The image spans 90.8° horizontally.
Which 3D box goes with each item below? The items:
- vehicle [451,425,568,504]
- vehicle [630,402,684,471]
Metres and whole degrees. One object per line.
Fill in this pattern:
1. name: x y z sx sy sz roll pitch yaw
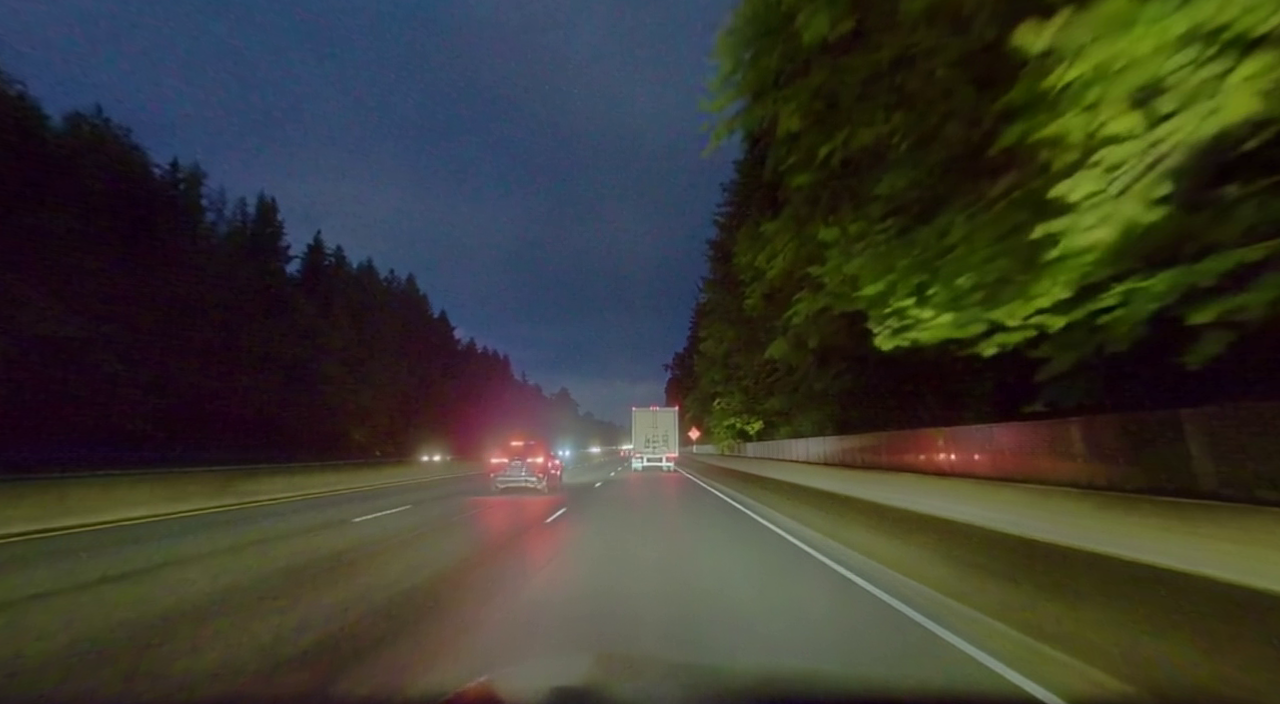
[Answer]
1. vehicle: -3.522 3.189 18.231 2.226 1.933 5.179 0 -9 1
2. vehicle: 1.007 5.627 40.874 2.976 3.800 12.335 0 -9 1
